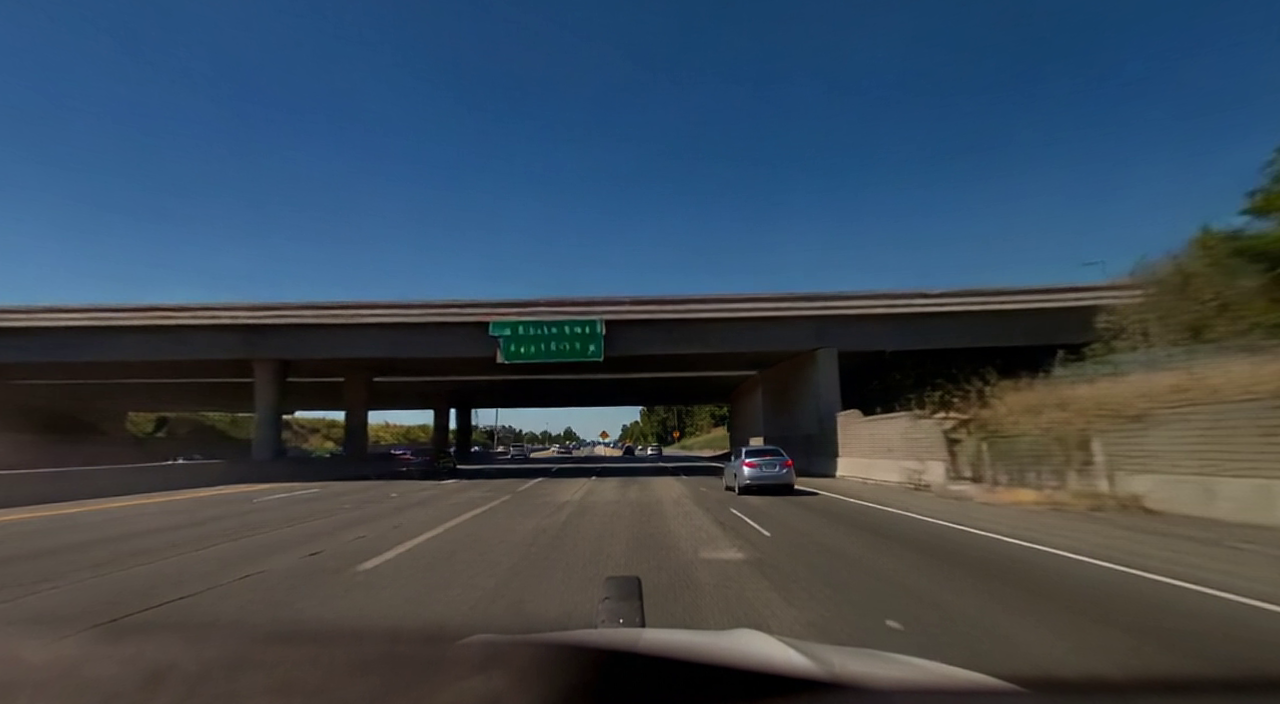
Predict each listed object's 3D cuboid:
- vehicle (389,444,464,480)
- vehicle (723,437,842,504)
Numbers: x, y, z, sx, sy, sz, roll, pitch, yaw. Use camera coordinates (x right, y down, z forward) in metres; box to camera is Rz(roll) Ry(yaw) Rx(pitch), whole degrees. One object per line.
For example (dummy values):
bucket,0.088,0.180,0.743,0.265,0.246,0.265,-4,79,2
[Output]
vehicle,-9.985,5.152,29.833,2.072,1.545,4.687,0,-9,-2
vehicle,3.617,3.097,16.893,2.079,1.535,4.316,0,-9,-2
